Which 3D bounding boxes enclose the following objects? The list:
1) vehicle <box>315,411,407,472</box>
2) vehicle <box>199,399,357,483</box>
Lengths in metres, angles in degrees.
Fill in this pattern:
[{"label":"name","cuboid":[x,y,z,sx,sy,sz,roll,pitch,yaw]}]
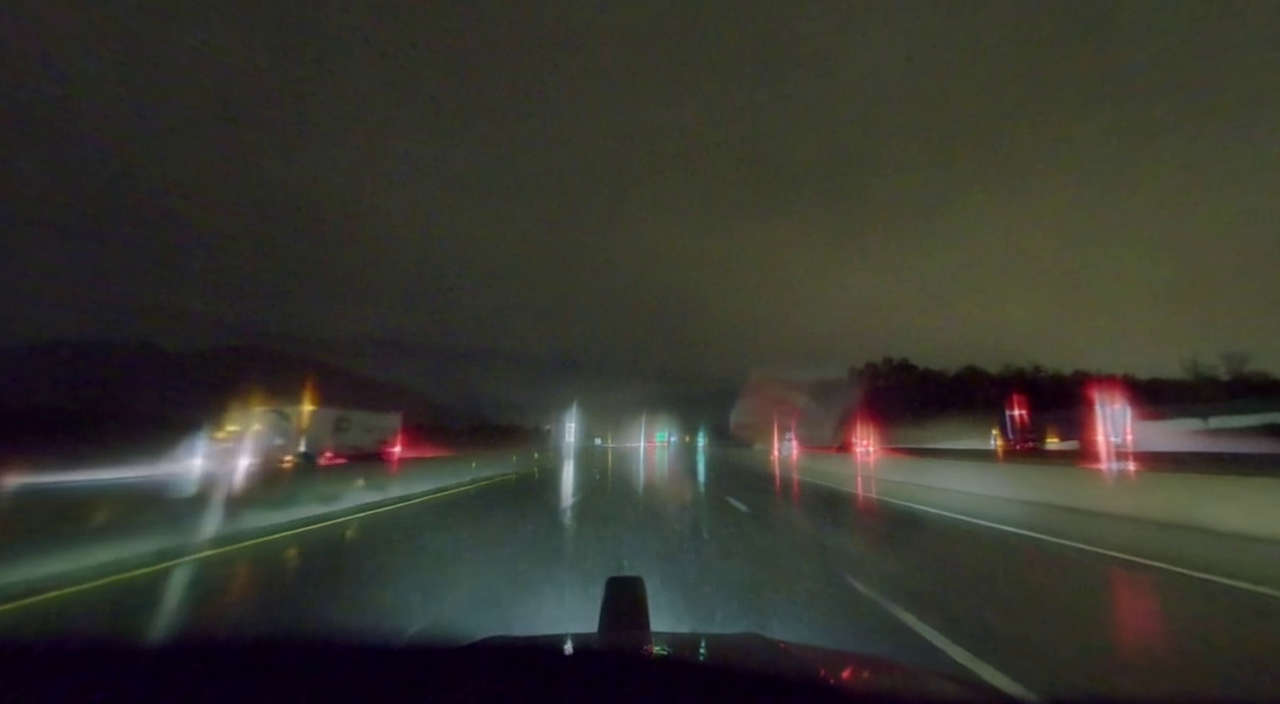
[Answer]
[{"label":"vehicle","cuboid":[-20.211,6.608,46.261,2.889,4.041,8.073,0,-8,0]},{"label":"vehicle","cuboid":[-20.261,5.141,36.337,2.981,4.105,10.065,0,-8,0]}]
